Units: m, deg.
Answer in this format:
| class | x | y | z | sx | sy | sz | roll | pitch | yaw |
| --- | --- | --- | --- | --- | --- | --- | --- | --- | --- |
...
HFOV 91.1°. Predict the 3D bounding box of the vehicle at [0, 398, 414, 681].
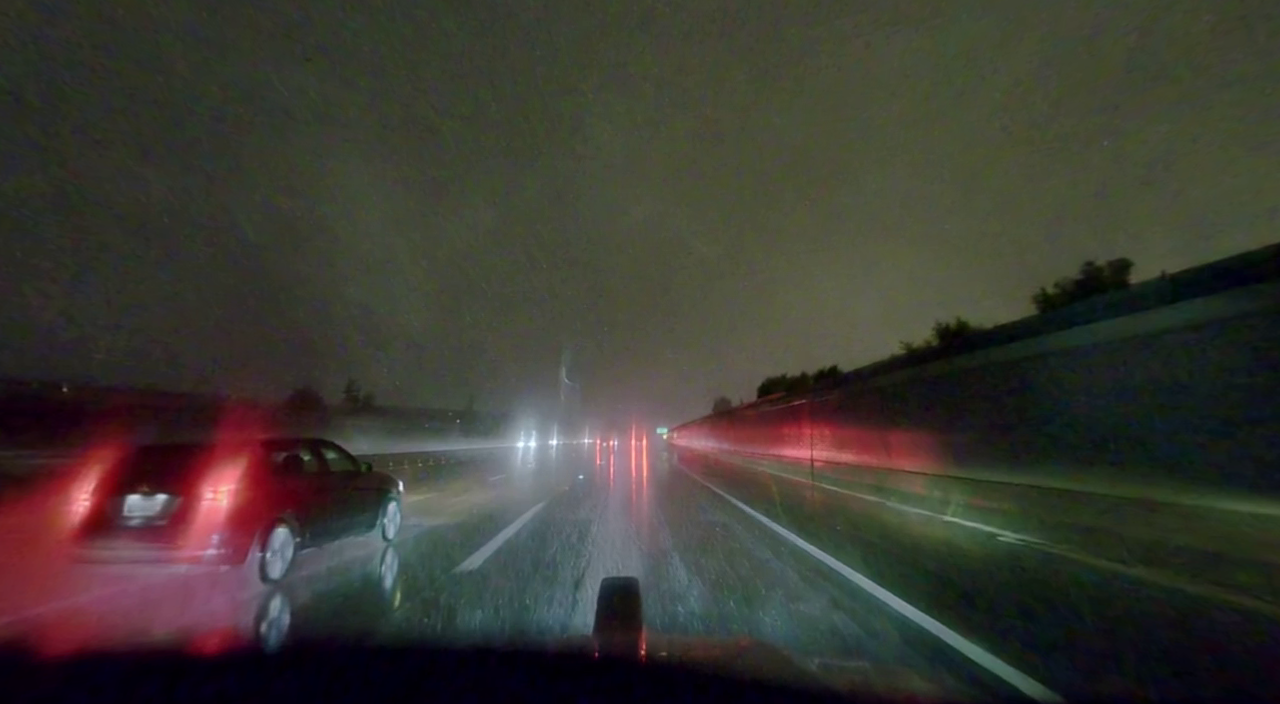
| class | x | y | z | sx | sy | sz | roll | pitch | yaw |
| --- | --- | --- | --- | --- | --- | --- | --- | --- | --- |
| vehicle | -3.889 | 1.353 | 5.786 | 2.039 | 1.589 | 4.324 | 0 | -8 | 0 |
